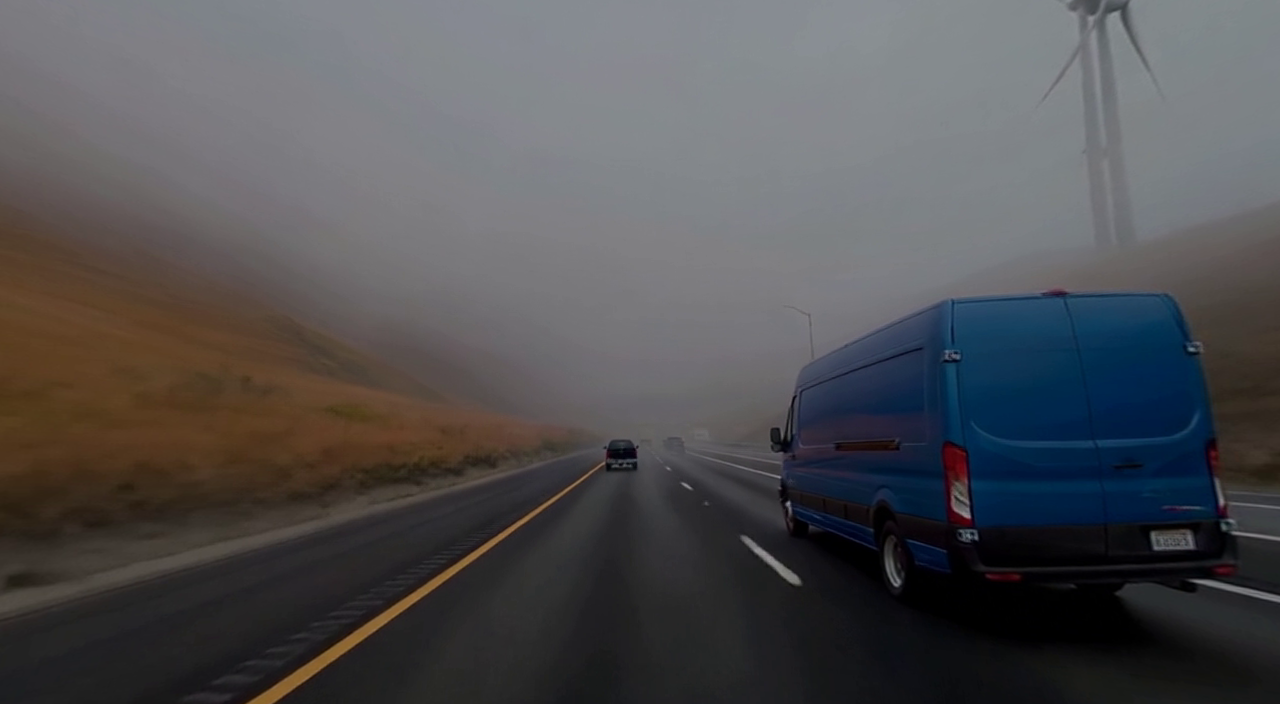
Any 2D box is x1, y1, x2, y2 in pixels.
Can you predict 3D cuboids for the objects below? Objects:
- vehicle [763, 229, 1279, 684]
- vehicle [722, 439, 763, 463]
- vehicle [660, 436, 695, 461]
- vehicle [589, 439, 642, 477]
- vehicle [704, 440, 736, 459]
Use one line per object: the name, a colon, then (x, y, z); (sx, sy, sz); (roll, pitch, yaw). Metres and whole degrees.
vehicle: (3.067, 0.968, 6.555); (2.365, 2.630, 5.754); (0, -8, 0)
vehicle: (6.812, 6.634, 42.405); (1.858, 1.475, 4.421); (0, -8, -2)
vehicle: (2.628, 6.912, 45.193); (2.108, 1.717, 3.996); (0, -8, -1)
vehicle: (-0.983, 4.417, 26.537); (2.082, 1.445, 3.826); (0, -8, -1)
vehicle: (6.284, 7.703, 49.949); (1.850, 1.475, 4.460); (0, -8, -2)
